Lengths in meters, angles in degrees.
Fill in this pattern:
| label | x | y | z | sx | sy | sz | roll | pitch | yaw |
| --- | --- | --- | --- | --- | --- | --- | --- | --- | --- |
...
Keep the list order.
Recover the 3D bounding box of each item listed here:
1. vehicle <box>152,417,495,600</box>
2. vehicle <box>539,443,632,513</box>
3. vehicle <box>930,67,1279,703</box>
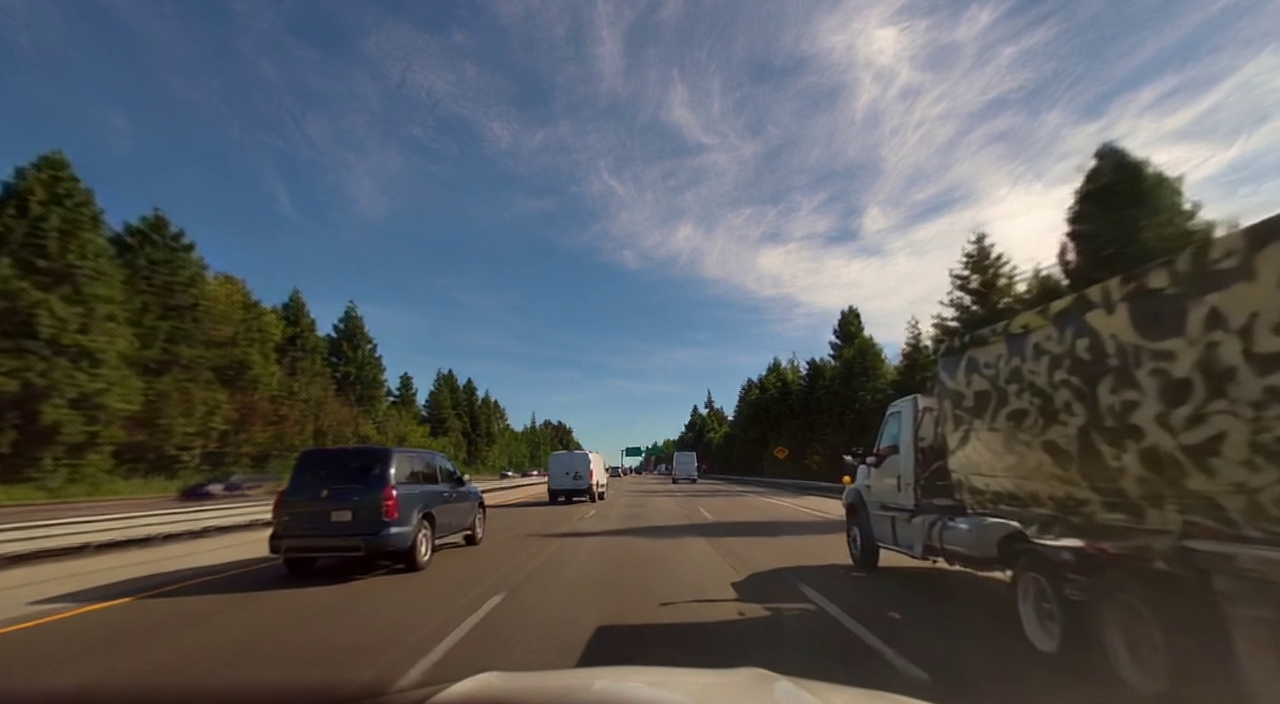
| label | x | y | z | sx | sy | sz | roll | pitch | yaw |
| --- | --- | --- | --- | --- | --- | --- | --- | --- | --- |
| vehicle | -3.490 | 1.874 | 8.145 | 2.124 | 1.671 | 4.262 | 1 | -11 | 1 |
| vehicle | -1.595 | 4.074 | 20.619 | 2.378 | 1.930 | 5.086 | 1 | -11 | 2 |
| vehicle | 4.016 | 0.410 | 3.018 | 2.703 | 2.988 | 5.097 | 1 | -11 | 0 |
